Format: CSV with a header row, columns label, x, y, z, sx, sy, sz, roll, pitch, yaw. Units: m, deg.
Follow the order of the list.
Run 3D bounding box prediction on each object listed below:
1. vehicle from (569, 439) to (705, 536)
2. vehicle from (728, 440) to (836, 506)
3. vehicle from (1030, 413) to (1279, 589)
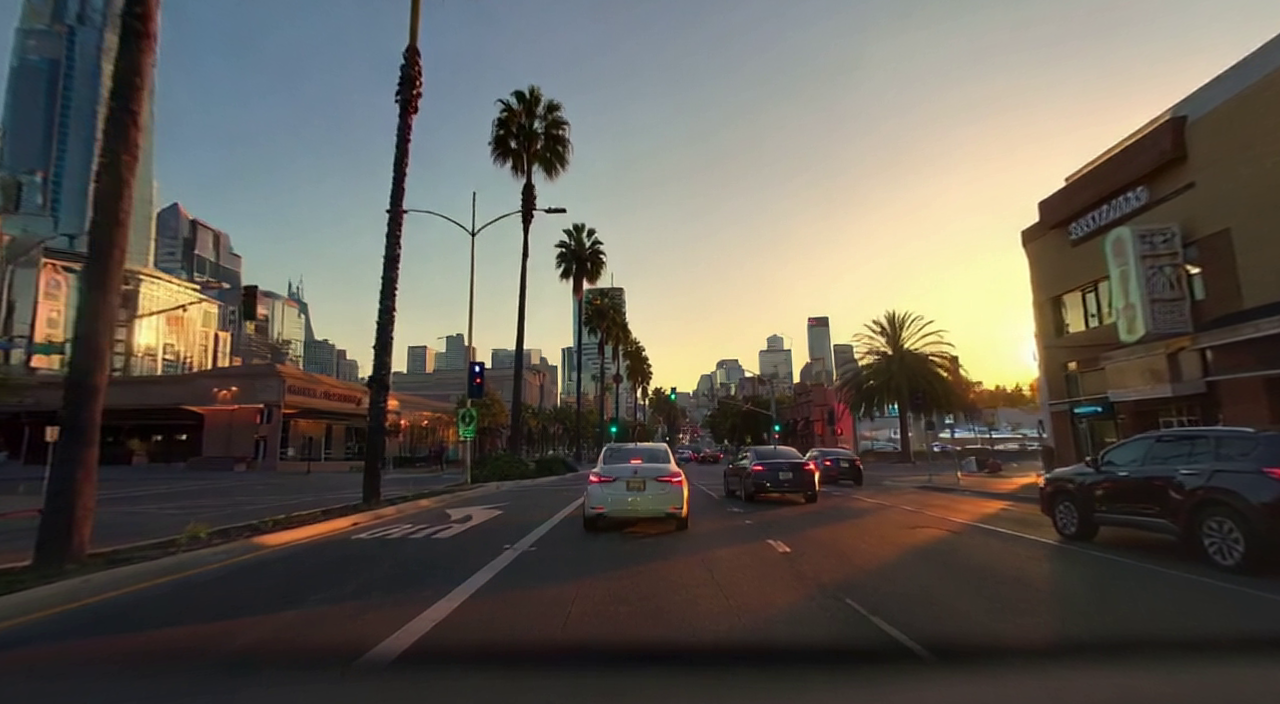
label,x,y,z,sx,sy,sz,roll,pitch,yaw
vehicle,-0.086,2.406,11.860,2.110,1.487,3.873,0,-8,-1
vehicle,3.689,3.207,17.228,1.892,1.532,4.177,0,-8,-1
vehicle,7.073,1.669,7.688,1.940,1.674,4.085,0,-8,-1
